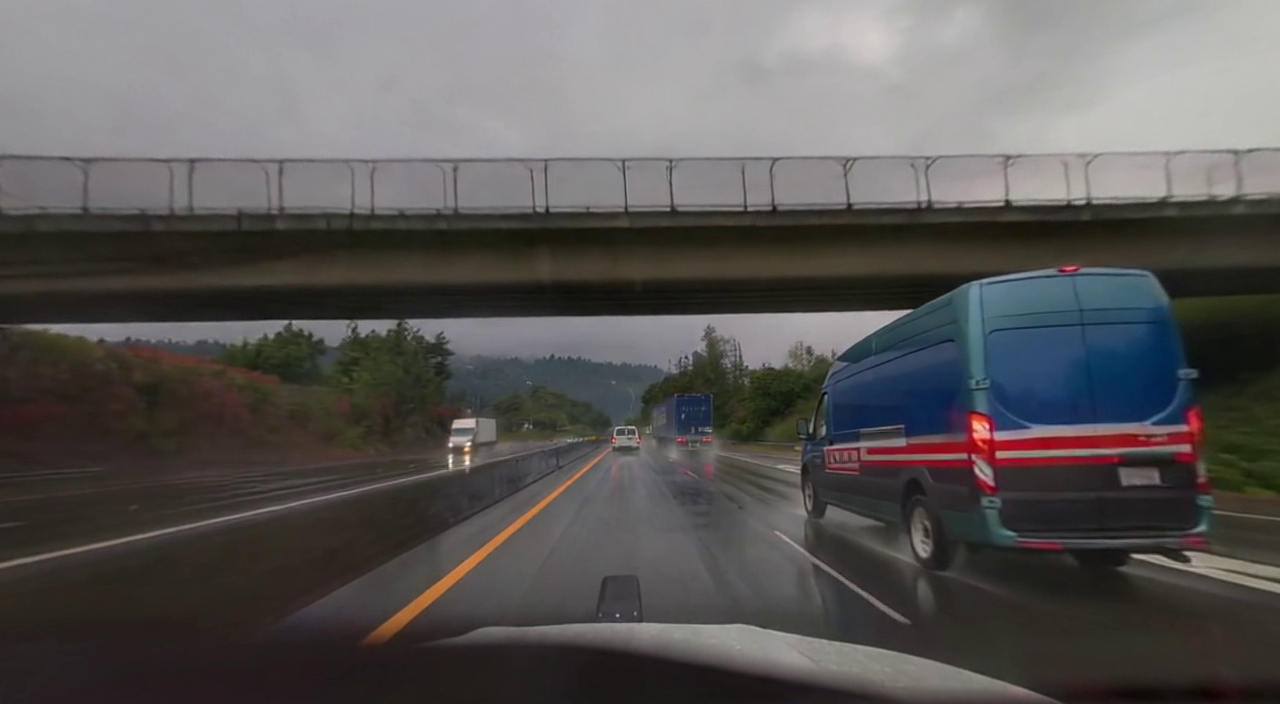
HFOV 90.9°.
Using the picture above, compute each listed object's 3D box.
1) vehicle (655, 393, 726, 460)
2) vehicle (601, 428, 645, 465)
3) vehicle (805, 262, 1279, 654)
[{"bbox_3d":[3.067,5.260,43.399,3.096,3.759,15.119,0,-8,-2],"label":"vehicle"},{"bbox_3d":[-0.874,4.748,31.916,2.073,1.750,4.116,0,-8,-2],"label":"vehicle"},{"bbox_3d":[3.798,1.004,6.782,2.387,2.506,5.374,0,-8,-2],"label":"vehicle"}]
